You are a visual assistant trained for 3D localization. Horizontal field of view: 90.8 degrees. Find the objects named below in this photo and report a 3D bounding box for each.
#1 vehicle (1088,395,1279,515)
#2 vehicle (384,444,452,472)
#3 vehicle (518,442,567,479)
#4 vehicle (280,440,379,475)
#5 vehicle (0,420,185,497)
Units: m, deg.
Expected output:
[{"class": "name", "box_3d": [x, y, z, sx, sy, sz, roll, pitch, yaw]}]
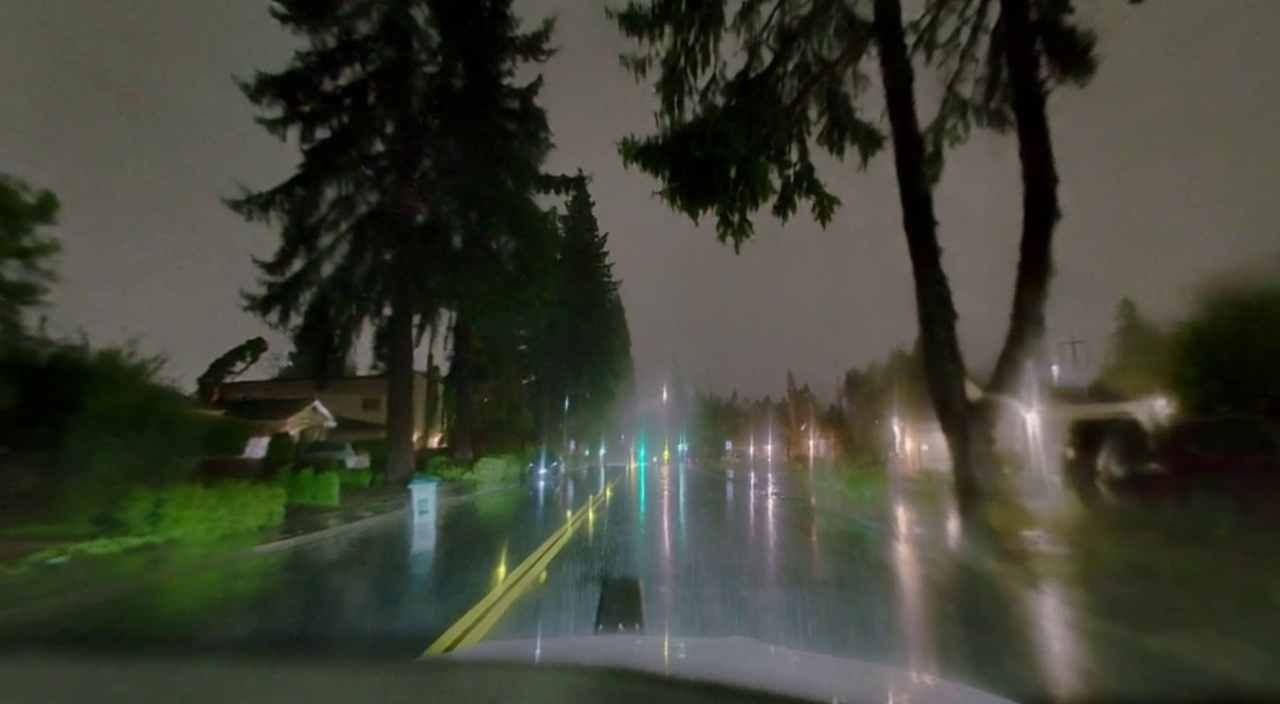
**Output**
[{"class": "vehicle", "box_3d": [9.791, 1.506, 9.379, 4.599, 1.622, 1.998, -3, -9, 18]}, {"class": "vehicle", "box_3d": [-16.619, 7.939, 47.229, 4.742, 1.495, 1.963, -11, -11, 23]}, {"class": "vehicle", "box_3d": [-5.418, 6.190, 35.599, 1.924, 1.765, 4.542, -3, -12, 2]}, {"class": "vehicle", "box_3d": [-14.485, 4.869, 29.374, 4.668, 1.491, 1.941, -6, -10, 32]}, {"class": "vehicle", "box_3d": [-14.279, 2.738, 16.427, 4.537, 1.751, 2.051, -5, -10, 28]}]
